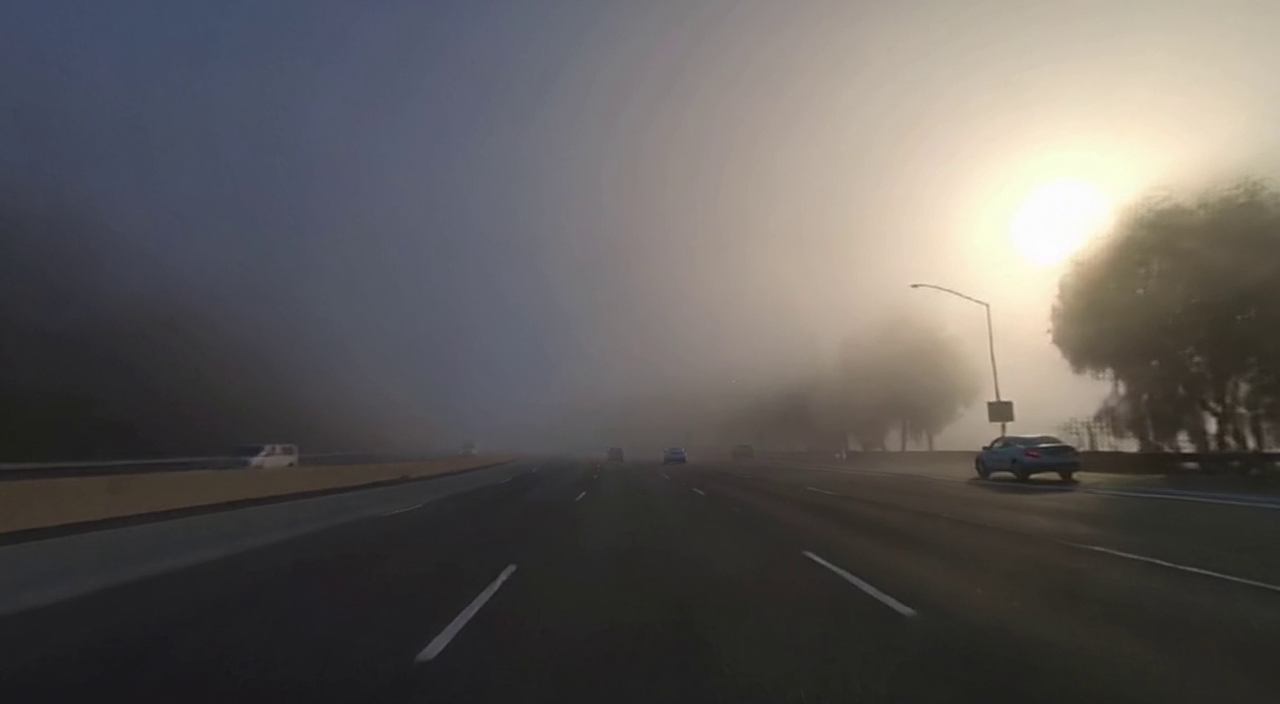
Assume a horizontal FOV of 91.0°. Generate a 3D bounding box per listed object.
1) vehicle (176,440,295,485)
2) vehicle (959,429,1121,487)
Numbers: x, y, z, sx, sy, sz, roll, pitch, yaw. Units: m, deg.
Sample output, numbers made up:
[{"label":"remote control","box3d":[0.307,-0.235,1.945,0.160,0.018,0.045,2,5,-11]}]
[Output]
[{"label":"vehicle","box3d":[-20.267,5.546,31.984,2.258,2.026,5.866,0,-9,-2]},{"label":"vehicle","box3d":[13.887,3.737,22.419,2.107,1.803,5.385,0,-9,-1]}]
